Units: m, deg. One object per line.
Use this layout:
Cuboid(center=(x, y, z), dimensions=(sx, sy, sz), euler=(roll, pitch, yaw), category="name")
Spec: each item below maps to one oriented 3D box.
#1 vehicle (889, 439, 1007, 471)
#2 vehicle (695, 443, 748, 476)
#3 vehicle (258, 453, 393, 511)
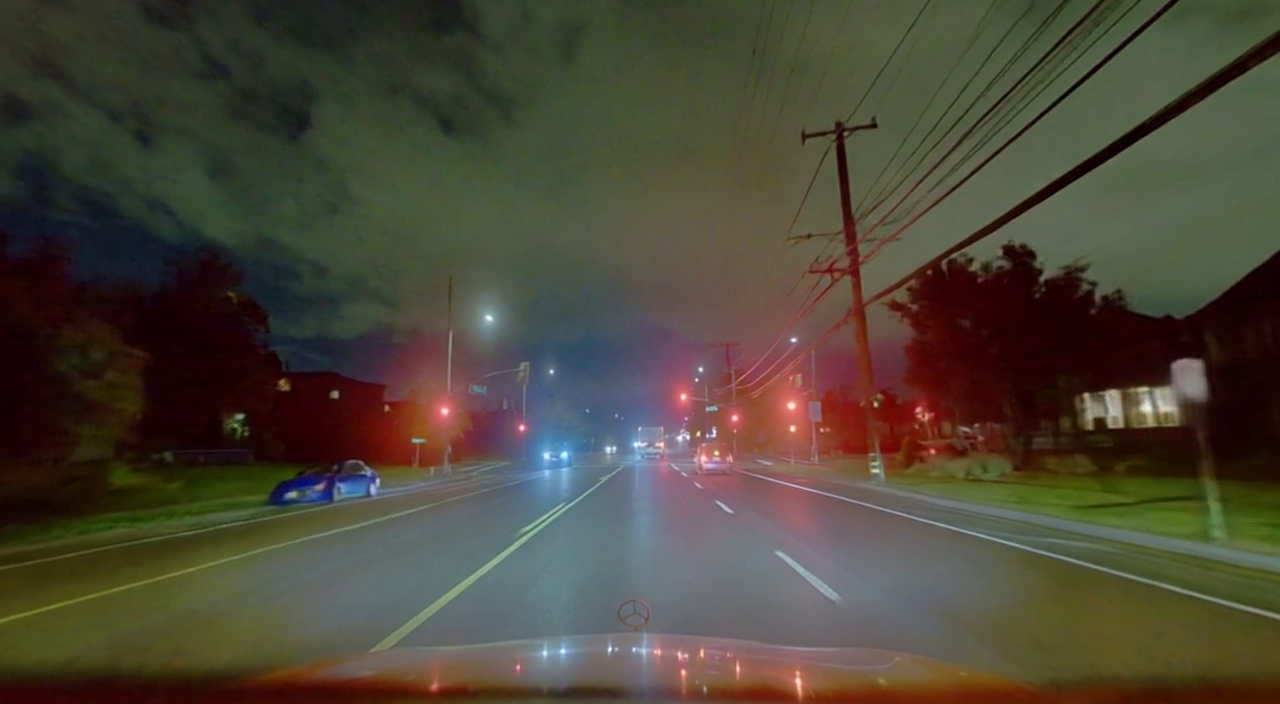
Cuboid(center=(15.011, 5.030, 30.824), dimensions=(4.838, 1.474, 1.873), euler=(1, -8, -6), category="vehicle")
Cuboid(center=(3.855, 5.186, 30.688), dimensions=(1.951, 1.479, 4.487), euler=(0, -8, -1), category="vehicle")
Cuboid(center=(-10.032, 4.132, 20.611), dimensions=(2.032, 1.452, 4.656), euler=(-2, -7, 0), category="vehicle")
